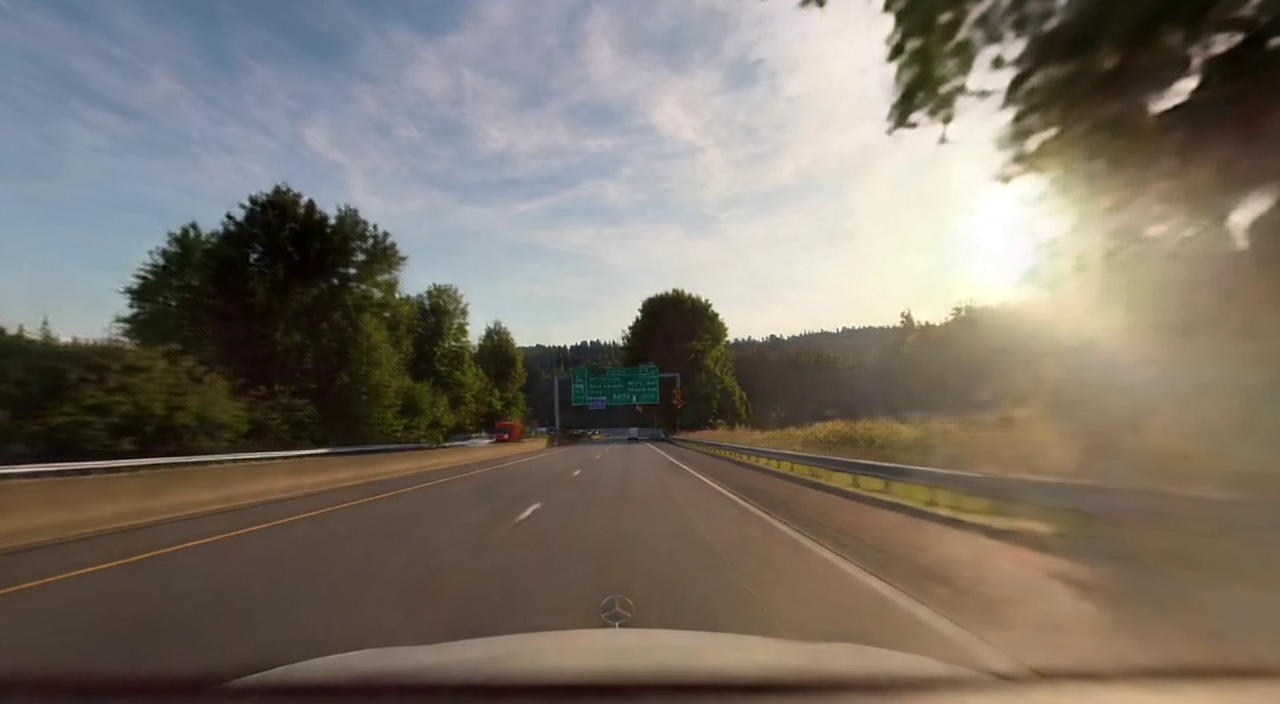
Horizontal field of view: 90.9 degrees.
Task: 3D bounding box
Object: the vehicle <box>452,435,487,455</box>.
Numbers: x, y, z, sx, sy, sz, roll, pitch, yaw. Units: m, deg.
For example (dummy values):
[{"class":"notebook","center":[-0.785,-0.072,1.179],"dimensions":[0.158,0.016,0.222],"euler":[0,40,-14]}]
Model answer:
[{"class":"vehicle","center":[-12.828,6.968,47.477],"dimensions":[1.671,1.412,3.718],"euler":[1,-8,-1]}]
